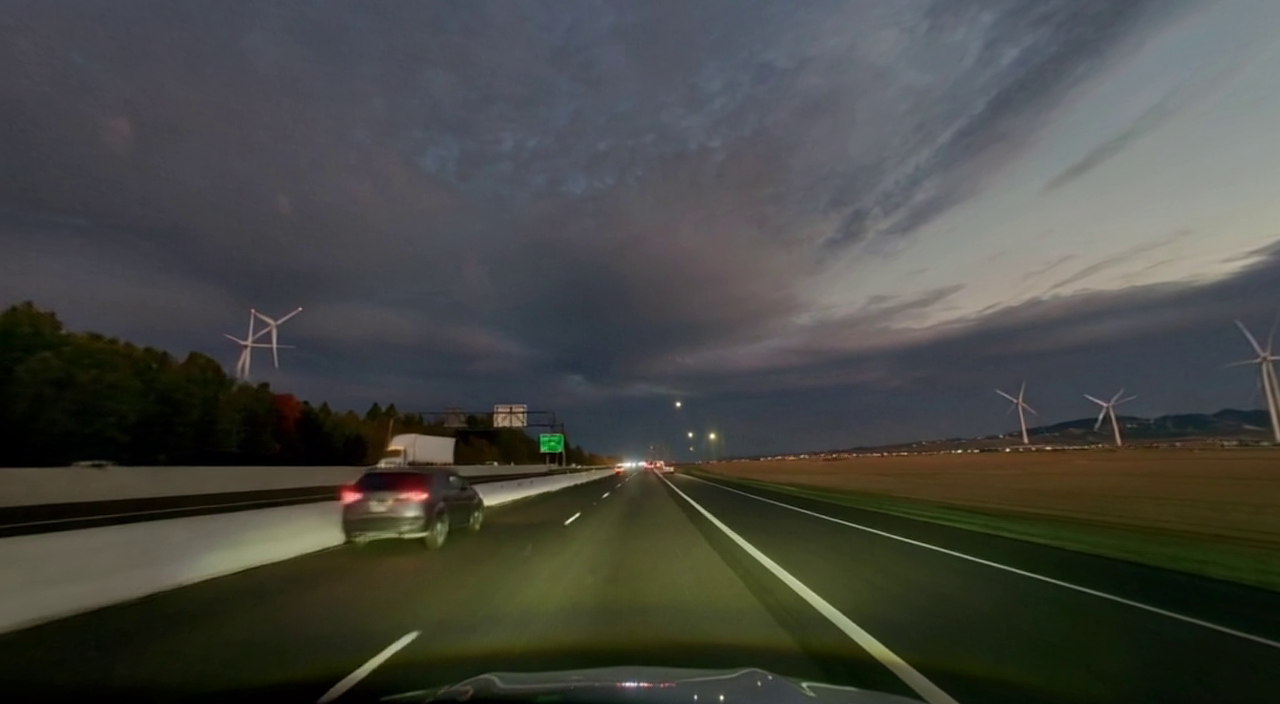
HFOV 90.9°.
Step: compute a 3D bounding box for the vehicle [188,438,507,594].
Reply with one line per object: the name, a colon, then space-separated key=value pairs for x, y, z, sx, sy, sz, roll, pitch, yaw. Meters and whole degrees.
vehicle: x=-3.428 y=2.079 z=8.746 sx=2.039 sy=1.505 sz=4.843 roll=1 pitch=-10 yaw=1
